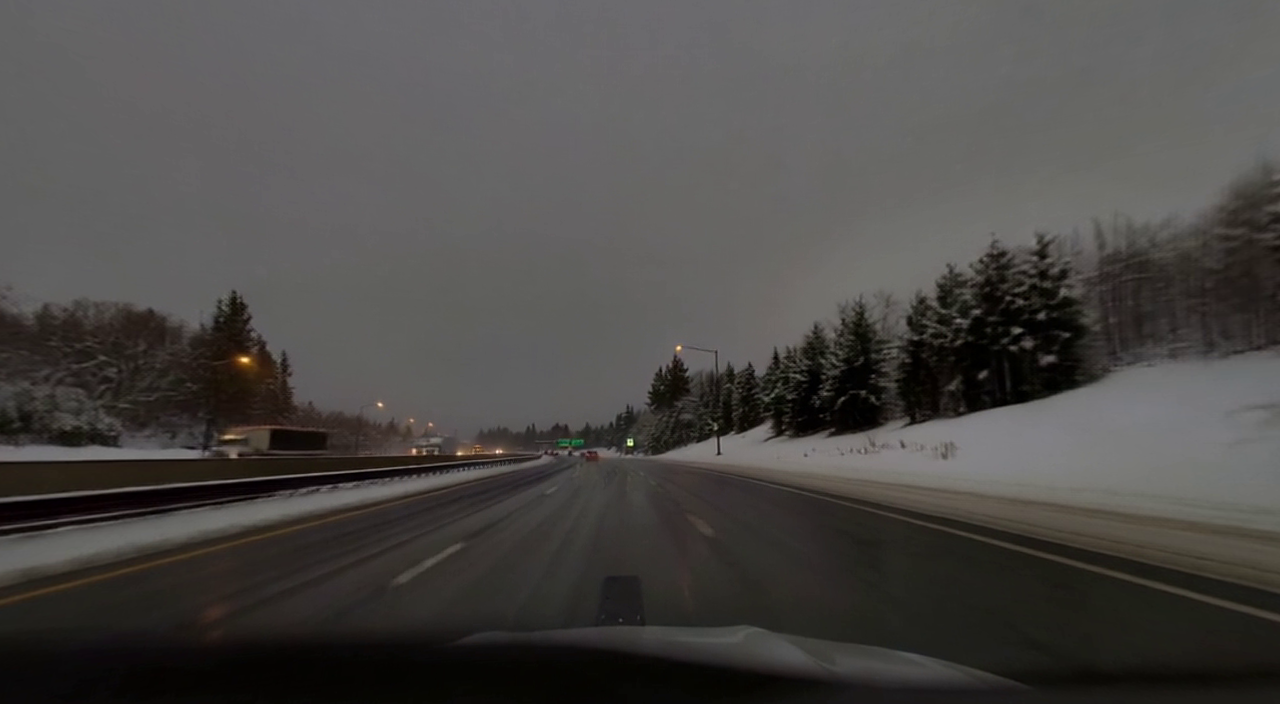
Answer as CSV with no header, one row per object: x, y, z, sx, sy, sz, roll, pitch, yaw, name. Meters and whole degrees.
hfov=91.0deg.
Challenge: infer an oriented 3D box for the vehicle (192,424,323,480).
-18.264,4.928,30.643,2.450,2.180,6.404,6,-11,-2,vehicle
